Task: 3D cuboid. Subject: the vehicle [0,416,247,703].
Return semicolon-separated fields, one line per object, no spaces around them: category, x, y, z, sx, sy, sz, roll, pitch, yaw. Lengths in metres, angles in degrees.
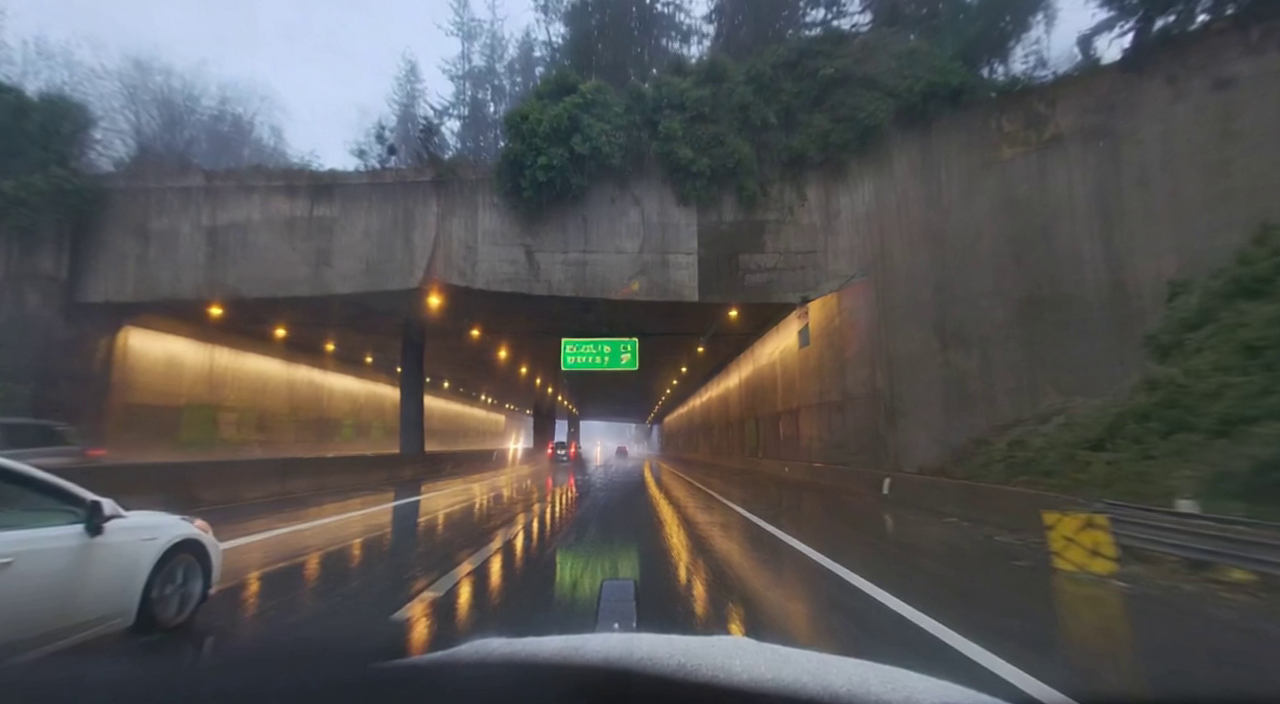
vehicle;-3.931;0.978;2.589;1.885;1.424;4.230;-1;-8;0

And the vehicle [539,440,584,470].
vehicle;-4.160;5.525;34.111;1.973;1.474;4.199;0;-8;-1
